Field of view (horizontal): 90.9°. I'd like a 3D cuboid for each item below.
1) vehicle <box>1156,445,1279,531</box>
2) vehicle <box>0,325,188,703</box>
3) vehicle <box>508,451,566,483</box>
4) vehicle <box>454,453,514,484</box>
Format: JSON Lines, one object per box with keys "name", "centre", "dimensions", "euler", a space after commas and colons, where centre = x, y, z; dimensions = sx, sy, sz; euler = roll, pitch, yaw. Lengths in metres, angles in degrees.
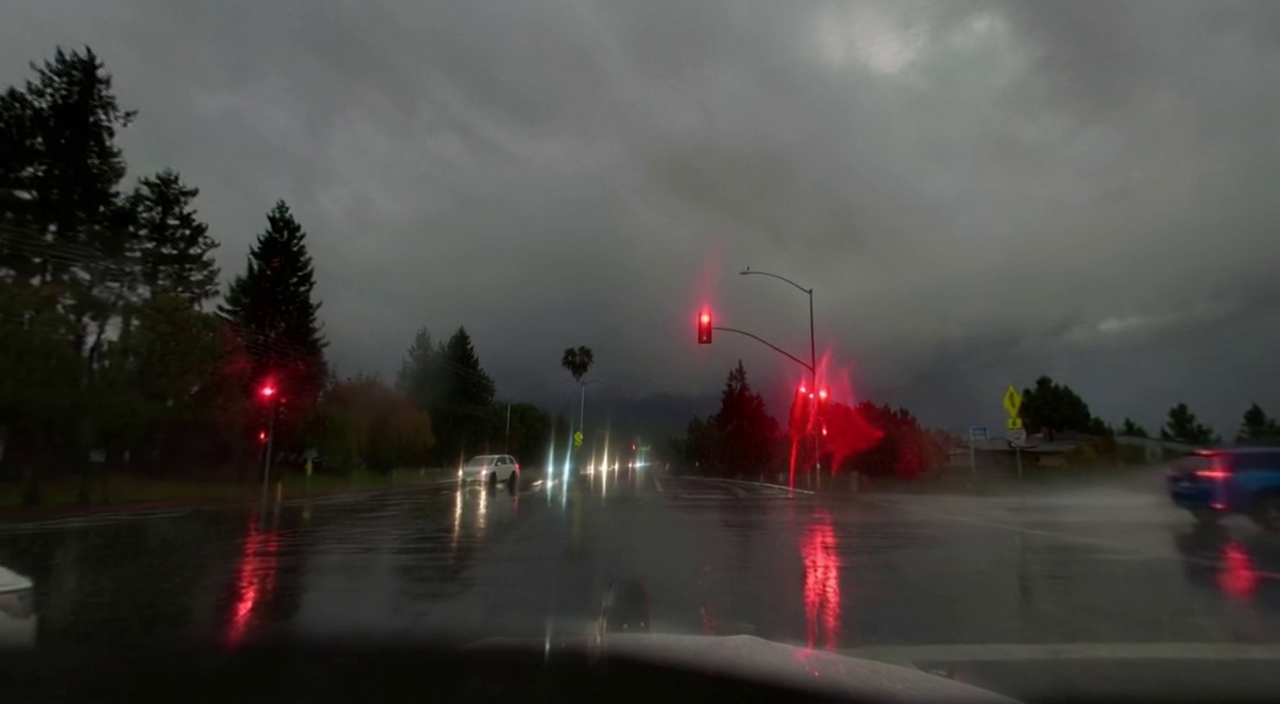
{"name": "vehicle", "centre": [12.964, 2.558, 12.192], "dimensions": [4.404, 1.486, 1.841], "euler": [0, -8, -3]}
{"name": "vehicle", "centre": [-3.480, 0.586, 0.896], "dimensions": [2.242, 1.761, 4.505], "euler": [0, -8, 1]}
{"name": "vehicle", "centre": [-5.237, 5.933, 32.850], "dimensions": [2.107, 1.456, 4.728], "euler": [0, -8, 2]}
{"name": "vehicle", "centre": [-8.034, 6.017, 32.807], "dimensions": [1.960, 1.433, 4.213], "euler": [0, -8, 1]}
